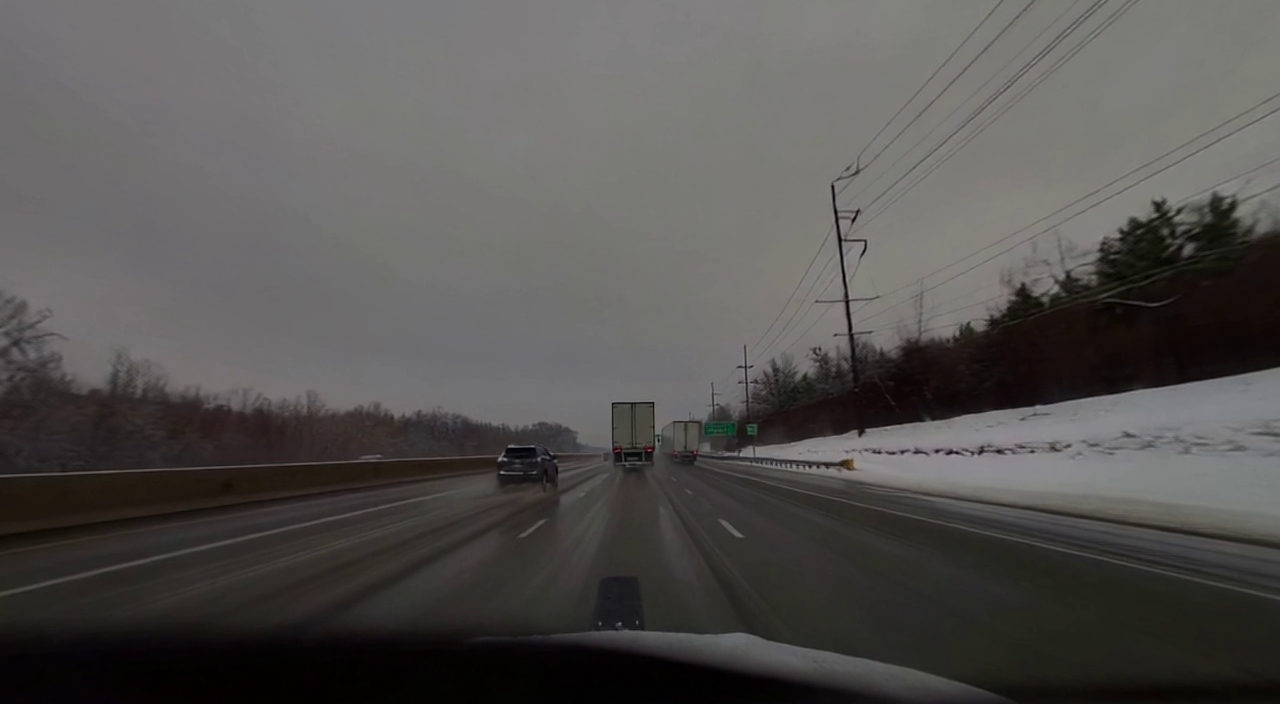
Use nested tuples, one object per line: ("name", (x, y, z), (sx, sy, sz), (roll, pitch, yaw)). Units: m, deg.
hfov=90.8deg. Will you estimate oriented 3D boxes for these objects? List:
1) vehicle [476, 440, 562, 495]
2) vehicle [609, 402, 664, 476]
("vehicle", (-4.006, 3.919, 21.696), (2.050, 1.679, 4.253), (0, -9, 1))
("vehicle", (-0.207, 5.630, 40.148), (2.985, 4.025, 10.982), (0, -9, 0))
